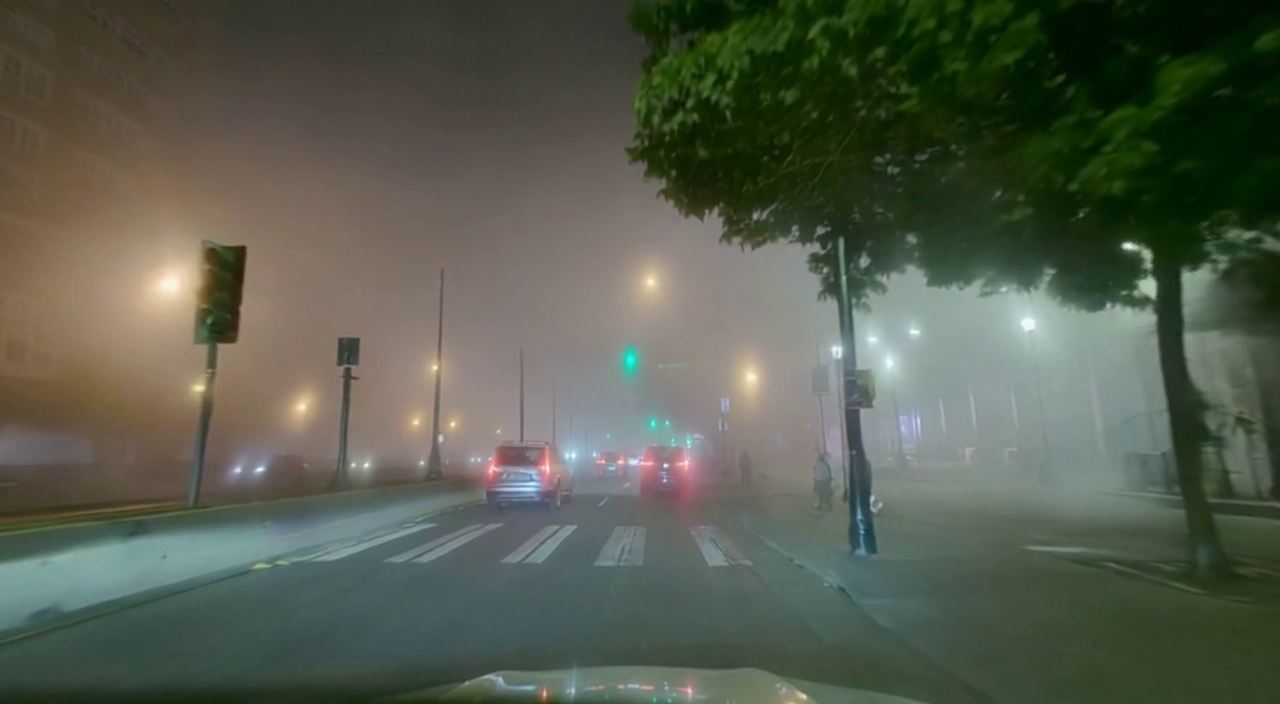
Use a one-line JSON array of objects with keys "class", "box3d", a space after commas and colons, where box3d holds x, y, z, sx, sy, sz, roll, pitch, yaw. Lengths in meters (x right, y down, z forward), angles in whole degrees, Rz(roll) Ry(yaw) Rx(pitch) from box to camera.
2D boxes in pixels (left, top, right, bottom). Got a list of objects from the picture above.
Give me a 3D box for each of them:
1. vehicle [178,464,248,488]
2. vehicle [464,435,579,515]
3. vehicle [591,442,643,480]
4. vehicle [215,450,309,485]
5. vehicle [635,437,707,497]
[{"class": "vehicle", "box3d": [-30.265, 8.765, 44.829, 1.819, 1.446, 4.532, 0, -8, -1]}, {"class": "vehicle", "box3d": [-2.779, 2.973, 15.754, 1.940, 1.722, 3.823, -1, -8, 3]}, {"class": "vehicle", "box3d": [-1.140, 5.738, 33.571, 2.220, 1.847, 4.587, -1, -8, 5]}, {"class": "vehicle", "box3d": [-24.473, 7.462, 41.217, 2.144, 1.993, 6.287, 0, -8, 1]}, {"class": "vehicle", "box3d": [0.996, 3.738, 20.856, 2.120, 1.758, 3.917, -1, -8, 2]}]
